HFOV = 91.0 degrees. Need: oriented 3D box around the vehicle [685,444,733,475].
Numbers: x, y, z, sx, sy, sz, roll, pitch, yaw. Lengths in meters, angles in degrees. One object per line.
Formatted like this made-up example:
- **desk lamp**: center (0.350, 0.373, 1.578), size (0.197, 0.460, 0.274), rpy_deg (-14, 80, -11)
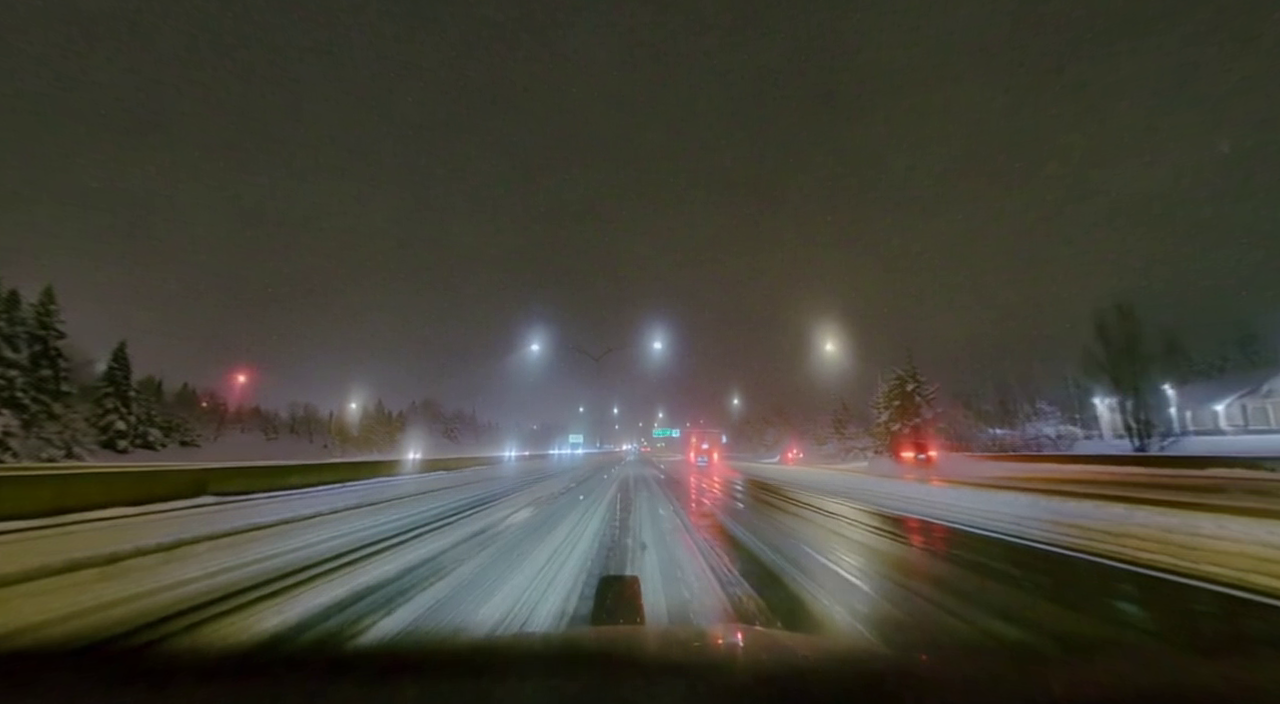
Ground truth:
- **vehicle**: center (3.584, 5.688, 33.580), size (2.033, 1.501, 4.398), rpy_deg (0, -9, -1)
